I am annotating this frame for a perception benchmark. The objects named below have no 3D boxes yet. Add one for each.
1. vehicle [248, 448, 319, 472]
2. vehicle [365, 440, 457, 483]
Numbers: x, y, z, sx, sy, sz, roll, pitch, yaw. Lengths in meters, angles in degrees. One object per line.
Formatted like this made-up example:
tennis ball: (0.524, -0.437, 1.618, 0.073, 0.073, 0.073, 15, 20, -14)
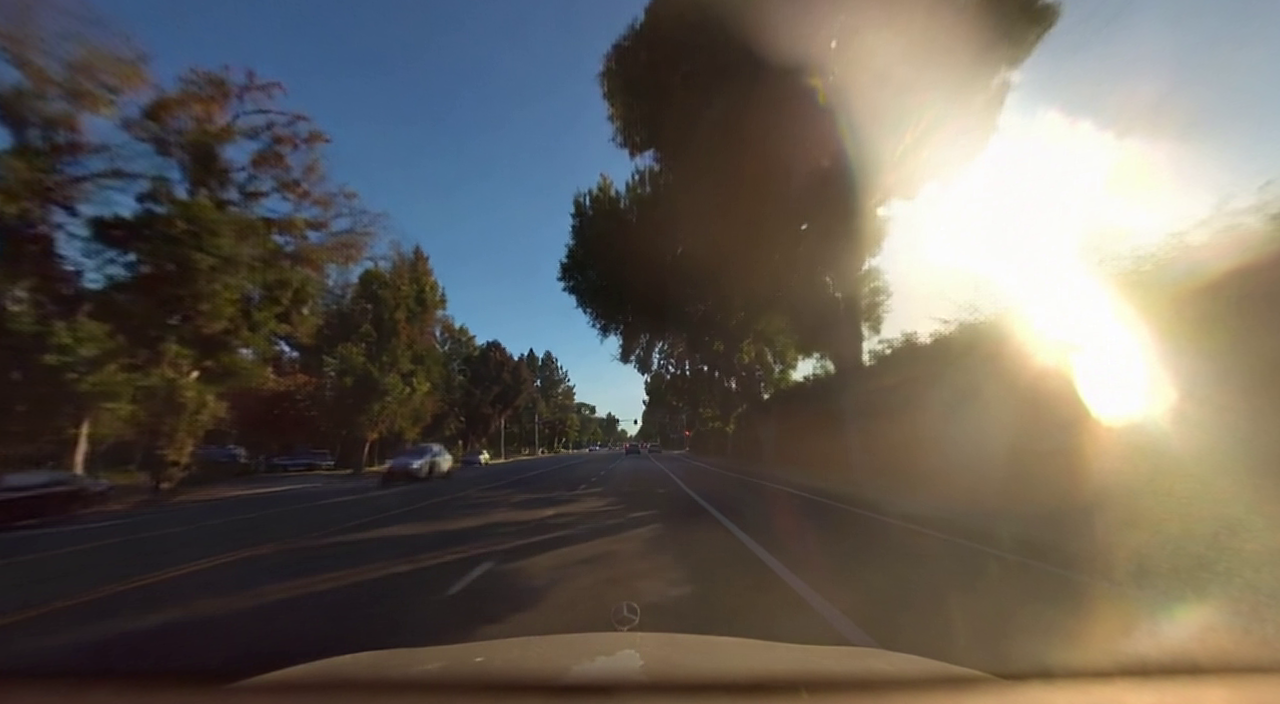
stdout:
vehicle: (-24.559, 7.456, 43.632, 3.658, 1.605, 1.985, 0, -9, 0)
vehicle: (-9.856, 4.742, 27.642, 2.365, 1.697, 4.391, 0, -8, 0)
